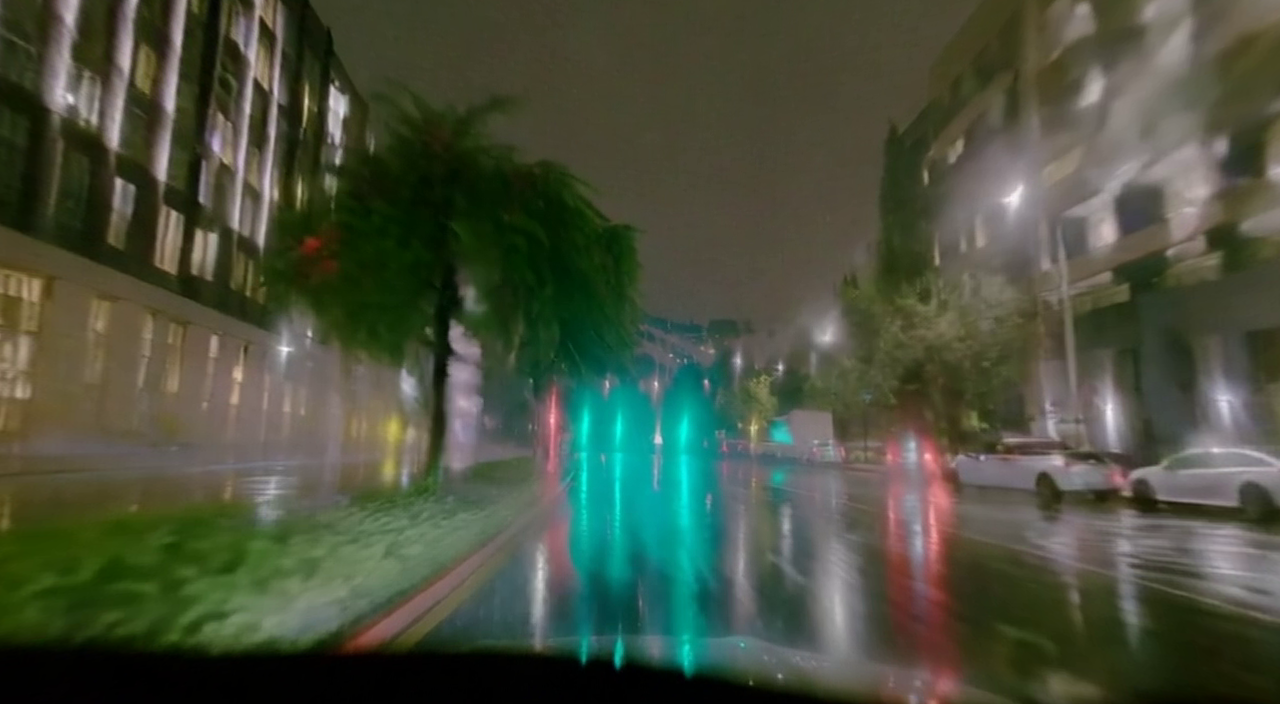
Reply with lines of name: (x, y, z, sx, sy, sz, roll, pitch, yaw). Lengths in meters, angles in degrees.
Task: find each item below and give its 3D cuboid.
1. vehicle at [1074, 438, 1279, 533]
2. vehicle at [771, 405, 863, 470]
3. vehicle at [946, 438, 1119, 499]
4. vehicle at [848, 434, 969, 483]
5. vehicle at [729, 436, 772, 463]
vehicle: (10.857, 2.374, 11.828, 1.895, 1.467, 4.885, 0, -9, -1)
vehicle: (9.620, 4.812, 35.139, 2.853, 3.253, 6.441, 1, -9, -4)
vehicle: (10.756, 3.195, 17.785, 1.801, 1.489, 4.339, 1, -9, -5)
vehicle: (10.355, 4.151, 24.961, 2.050, 1.699, 5.584, 1, -9, -3)
vehicle: (8.495, 7.557, 48.919, 1.916, 1.889, 4.675, 5, -9, -7)
